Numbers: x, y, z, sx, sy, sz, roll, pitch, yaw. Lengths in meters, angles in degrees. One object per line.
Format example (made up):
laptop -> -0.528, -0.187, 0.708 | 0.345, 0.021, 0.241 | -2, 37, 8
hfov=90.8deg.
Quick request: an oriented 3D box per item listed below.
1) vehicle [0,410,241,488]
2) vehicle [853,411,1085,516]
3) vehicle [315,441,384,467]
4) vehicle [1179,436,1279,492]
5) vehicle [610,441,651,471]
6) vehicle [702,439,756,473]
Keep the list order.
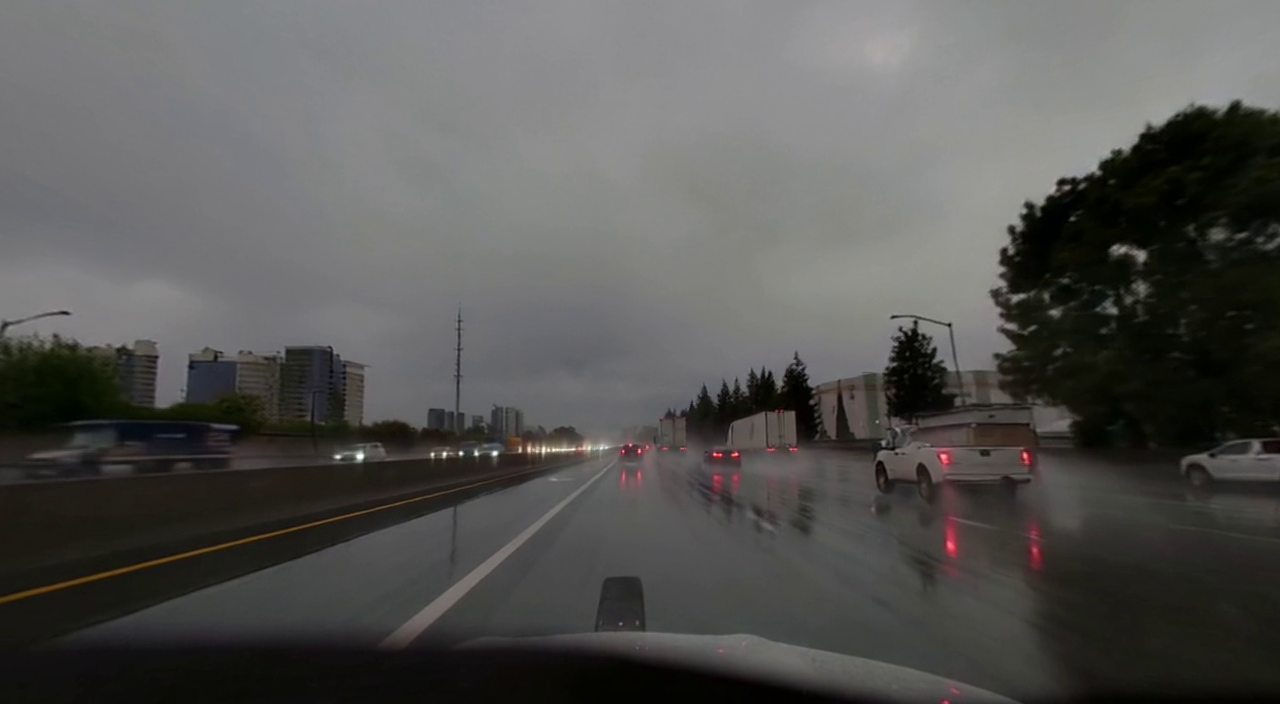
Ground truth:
vehicle -> -24.335, 4.634, 30.235 | 2.991, 2.997, 11.562 | 0, -9, 0
vehicle -> 7.334, 2.595, 15.112 | 2.369, 2.007, 5.700 | 0, -9, -1
vehicle -> -20.379, 7.178, 44.608 | 2.104, 1.695, 5.702 | 0, -9, 0
vehicle -> 22.654, 3.922, 22.290 | 2.150, 1.866, 5.885 | 0, -9, 2
vehicle -> -0.509, 5.799, 35.329 | 2.163, 1.551, 4.180 | 0, -9, 0
vehicle -> 4.525, 5.387, 32.861 | 2.154, 1.658, 4.347 | 0, -9, 0
